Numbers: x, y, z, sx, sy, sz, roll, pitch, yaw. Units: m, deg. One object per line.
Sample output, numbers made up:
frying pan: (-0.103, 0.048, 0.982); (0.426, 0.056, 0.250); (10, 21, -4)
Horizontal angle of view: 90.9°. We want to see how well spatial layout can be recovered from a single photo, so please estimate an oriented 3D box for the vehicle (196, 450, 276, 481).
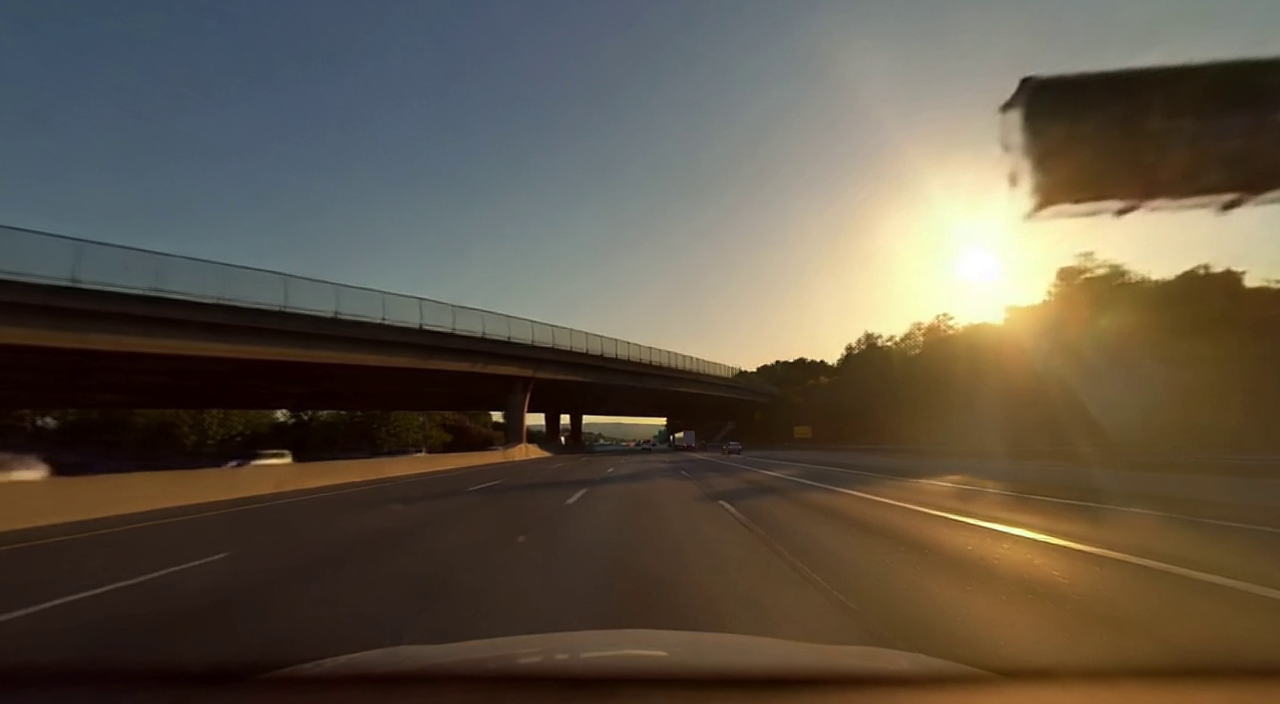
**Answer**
vehicle: (-27.389, 7.659, 42.967); (2.166, 1.899, 4.886); (0, -8, 0)
